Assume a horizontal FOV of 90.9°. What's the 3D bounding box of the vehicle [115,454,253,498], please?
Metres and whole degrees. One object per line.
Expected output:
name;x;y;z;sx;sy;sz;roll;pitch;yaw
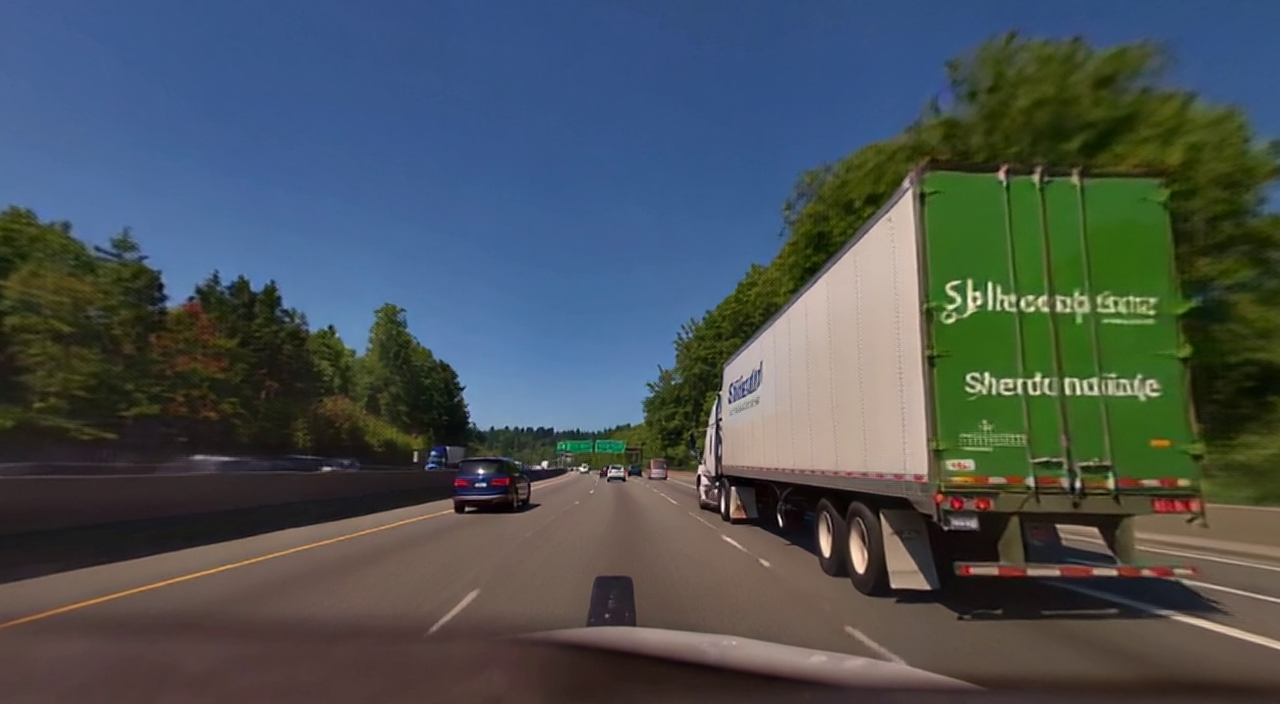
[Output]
vehicle;-17.398;4.777;24.413;1.935;1.506;4.623;1;-10;-1

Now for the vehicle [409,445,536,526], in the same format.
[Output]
vehicle;-4.142;3.428;16.519;2.070;1.775;4.646;1;-10;-1

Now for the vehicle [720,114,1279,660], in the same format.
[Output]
vehicle;4.110;1.390;11.840;2.992;4.300;13.967;1;-10;-2

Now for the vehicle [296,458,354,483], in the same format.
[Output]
vehicle;-22.113;8.344;44.388;1.878;1.652;4.379;1;-10;-1
